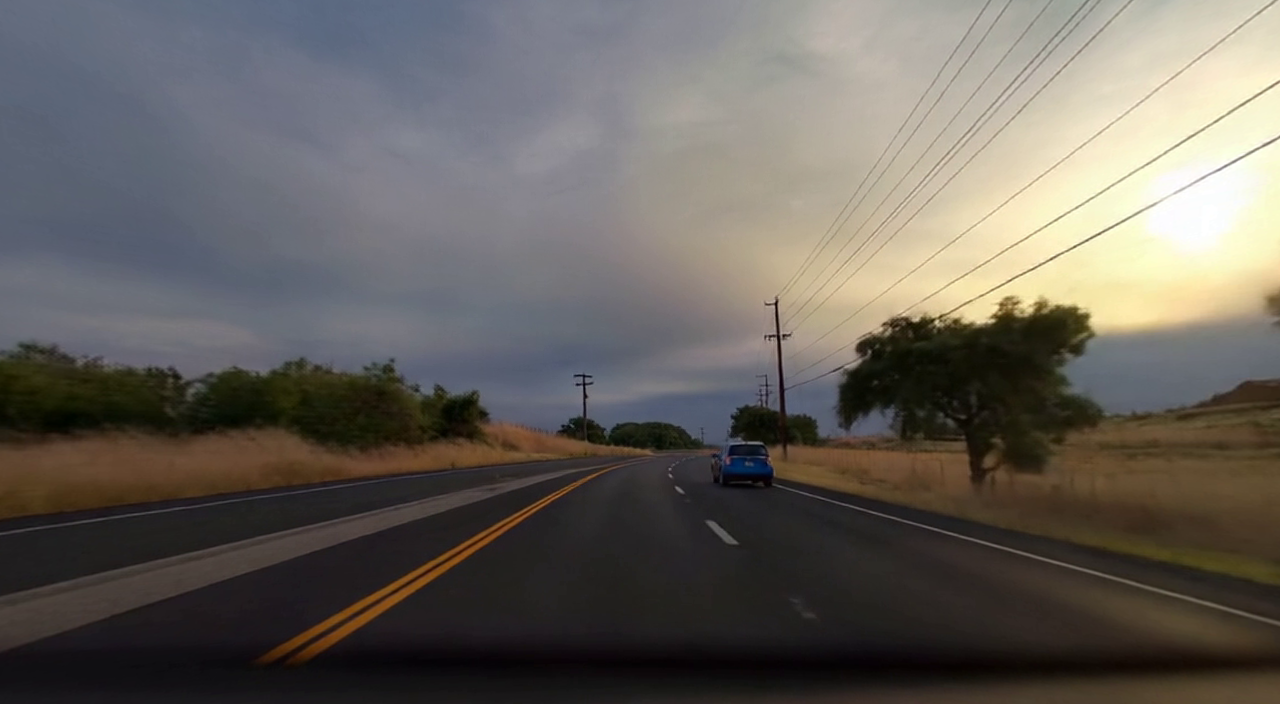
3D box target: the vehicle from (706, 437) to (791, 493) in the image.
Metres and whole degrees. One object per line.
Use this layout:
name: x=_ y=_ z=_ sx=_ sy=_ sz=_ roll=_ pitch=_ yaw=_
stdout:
vehicle: x=3.523 y=3.769 z=21.362 sx=2.135 sy=1.692 sz=4.185 roll=0 pitch=-9 yaw=0
